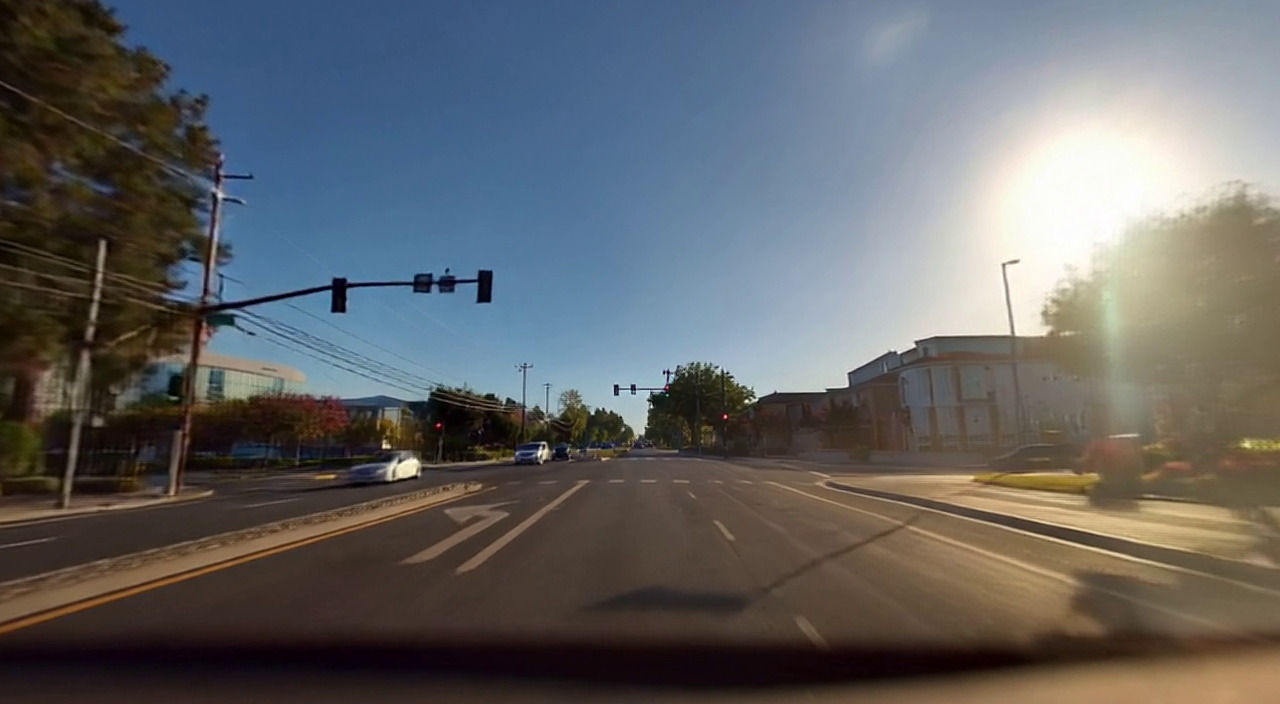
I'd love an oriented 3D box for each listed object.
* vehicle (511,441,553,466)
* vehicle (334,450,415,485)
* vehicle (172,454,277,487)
[{"bbox_3d":[-8.452,8.001,49.919,2.206,1.836,5.559,0,-8,2],"label":"vehicle"},{"bbox_3d":[-12.058,5.247,28.951,1.825,1.435,4.211,0,-8,1],"label":"vehicle"},{"bbox_3d":[-20.440,5.777,30.945,5.038,1.435,2.074,-5,-9,29],"label":"vehicle"}]
